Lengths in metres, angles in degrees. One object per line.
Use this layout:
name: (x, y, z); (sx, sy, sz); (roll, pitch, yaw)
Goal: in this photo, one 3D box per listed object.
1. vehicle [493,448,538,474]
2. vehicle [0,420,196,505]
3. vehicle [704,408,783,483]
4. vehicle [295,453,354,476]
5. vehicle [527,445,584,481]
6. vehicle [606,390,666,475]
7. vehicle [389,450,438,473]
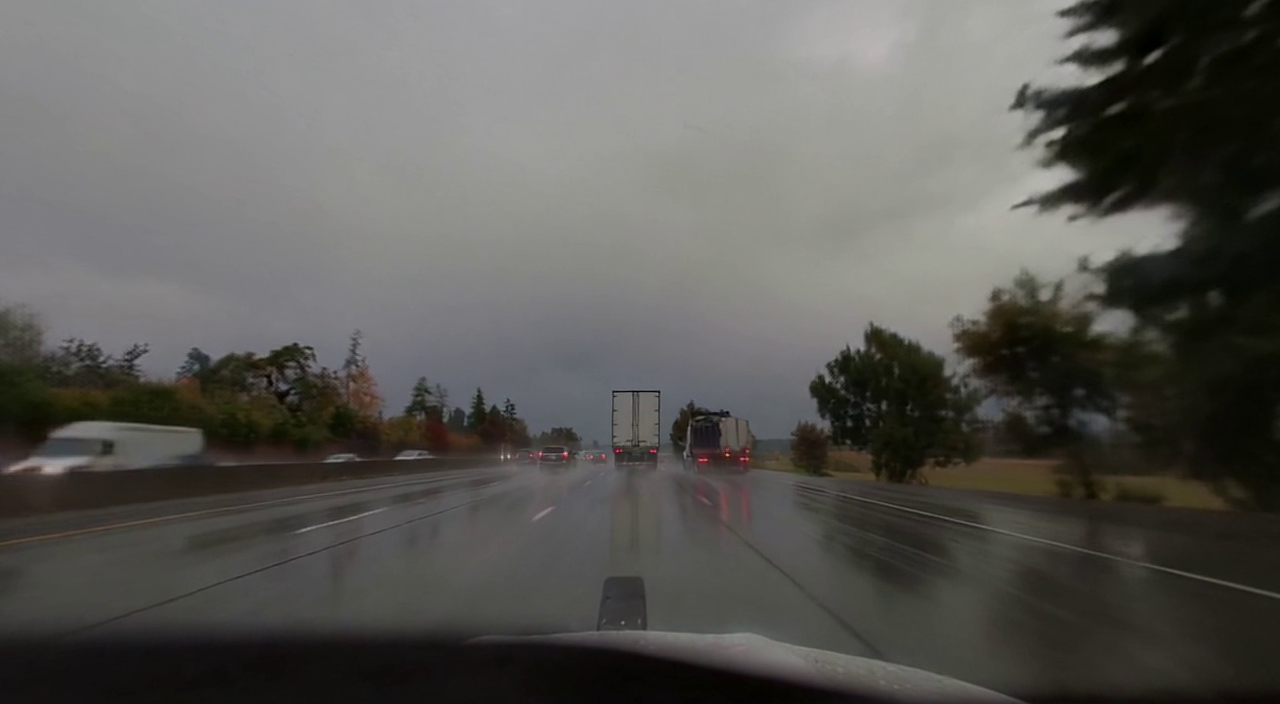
vehicle: (-7.612, 6.682, 38.890); (1.926, 1.482, 3.959); (0, -9, 1)
vehicle: (-19.077, 3.754, 21.878); (2.232, 2.446, 6.951); (0, -9, 0)
vehicle: (4.252, 3.955, 26.658); (2.565, 2.902, 3.798); (0, -9, -1)
vehicle: (-22.505, 8.049, 45.151); (1.905, 1.516, 4.417); (0, -9, 0)
vehicle: (-3.848, 5.123, 29.386); (2.061, 1.555, 3.900); (0, -9, 0)
vehicle: (-0.294, 4.793, 36.298); (2.875, 4.056, 12.312); (0, -9, -1)
vehicle: (-15.460, 7.455, 43.217); (1.809, 1.473, 4.083); (0, -9, 0)
